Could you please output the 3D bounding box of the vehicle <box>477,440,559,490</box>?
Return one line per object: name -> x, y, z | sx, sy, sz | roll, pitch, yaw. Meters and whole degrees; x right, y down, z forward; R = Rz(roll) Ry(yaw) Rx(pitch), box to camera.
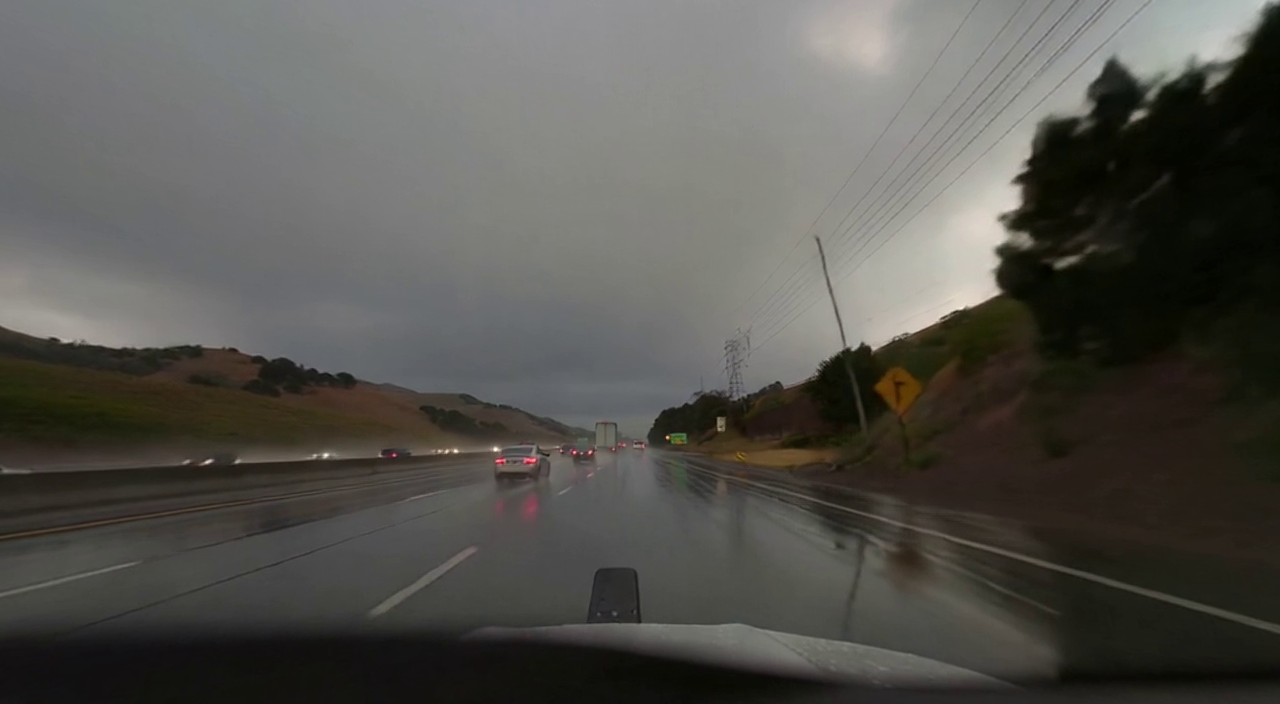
vehicle -> -4.097, 3.877, 22.015 | 1.963, 1.533, 4.477 | 0, -9, 0
